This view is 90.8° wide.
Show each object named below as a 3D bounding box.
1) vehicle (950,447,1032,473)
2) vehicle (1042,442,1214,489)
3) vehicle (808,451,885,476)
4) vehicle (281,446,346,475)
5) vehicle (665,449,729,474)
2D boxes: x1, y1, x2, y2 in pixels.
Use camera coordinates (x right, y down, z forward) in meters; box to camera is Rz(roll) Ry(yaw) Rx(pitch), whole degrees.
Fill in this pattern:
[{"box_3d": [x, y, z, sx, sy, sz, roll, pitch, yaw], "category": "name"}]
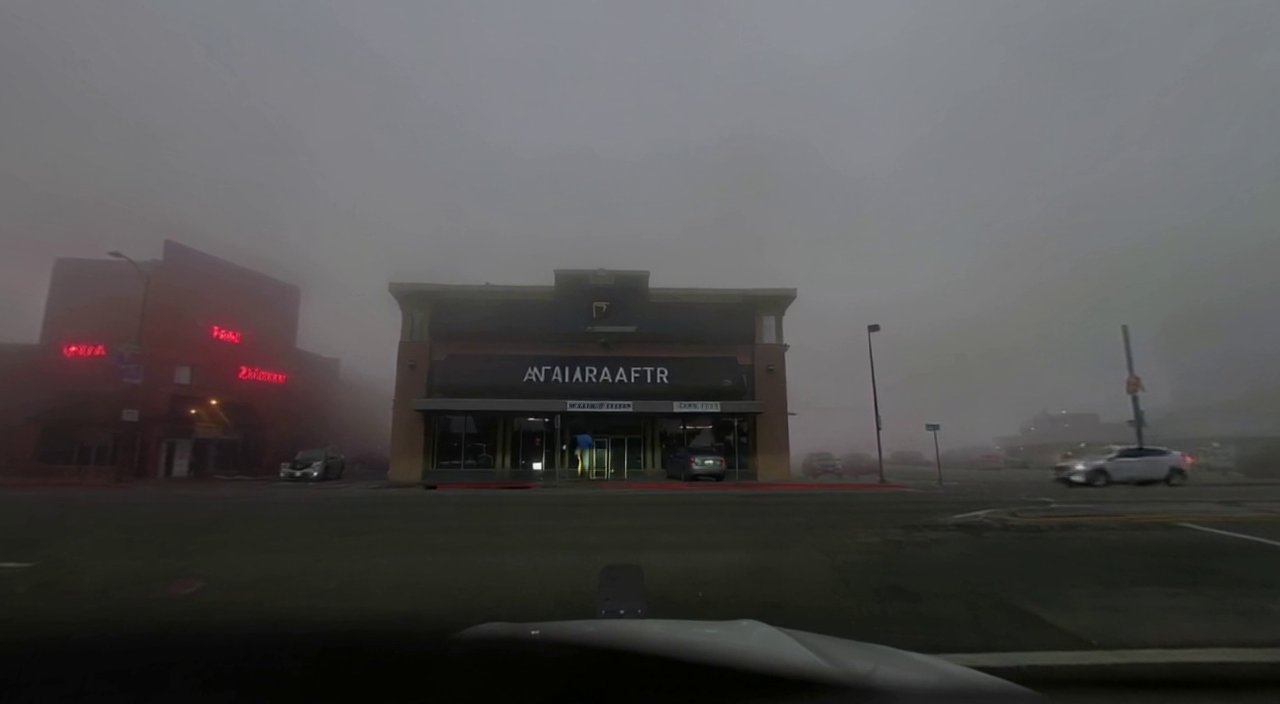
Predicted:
[{"box_3d": [25.664, 7.885, 46.288, 4.838, 1.799, 1.914, -7, -11, 39], "category": "vehicle"}, {"box_3d": [18.352, 4.261, 23.909, 4.889, 1.659, 2.059, 1, -9, -4], "category": "vehicle"}, {"box_3d": [12.943, 6.993, 39.893, 1.791, 1.453, 4.593, 5, -10, -29], "category": "vehicle"}, {"box_3d": [-20.050, 6.597, 38.707, 4.596, 1.680, 1.936, -8, -11, 41], "category": "vehicle"}, {"box_3d": [3.547, 6.899, 40.021, 1.812, 1.468, 4.519, 5, -10, -28], "category": "vehicle"}]
